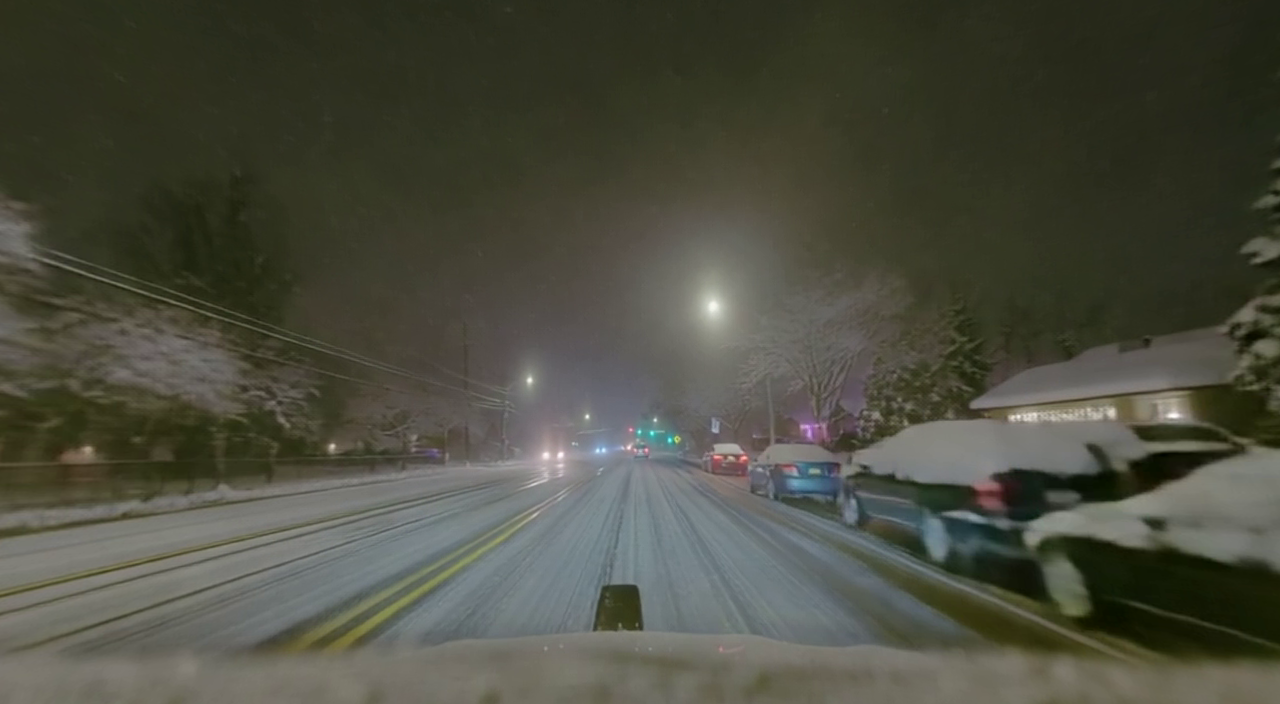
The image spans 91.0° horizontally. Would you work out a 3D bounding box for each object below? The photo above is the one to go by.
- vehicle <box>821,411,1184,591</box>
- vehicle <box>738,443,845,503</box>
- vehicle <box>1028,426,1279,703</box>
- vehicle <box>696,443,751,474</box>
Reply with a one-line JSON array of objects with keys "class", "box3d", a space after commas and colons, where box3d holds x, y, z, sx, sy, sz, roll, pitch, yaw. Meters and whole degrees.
[{"class": "vehicle", "box3d": [4.240, 1.810, 8.598, 2.018, 1.741, 4.772, 0, -9, -1]}, {"class": "vehicle", "box3d": [4.195, 3.418, 18.340, 1.968, 1.482, 4.991, 0, -9, 1]}, {"class": "vehicle", "box3d": [4.319, 1.134, 3.199, 1.918, 1.510, 4.323, 0, -9, 0]}, {"class": "vehicle", "box3d": [4.416, 5.761, 34.305, 2.154, 1.550, 5.785, 0, -9, -1]}]
